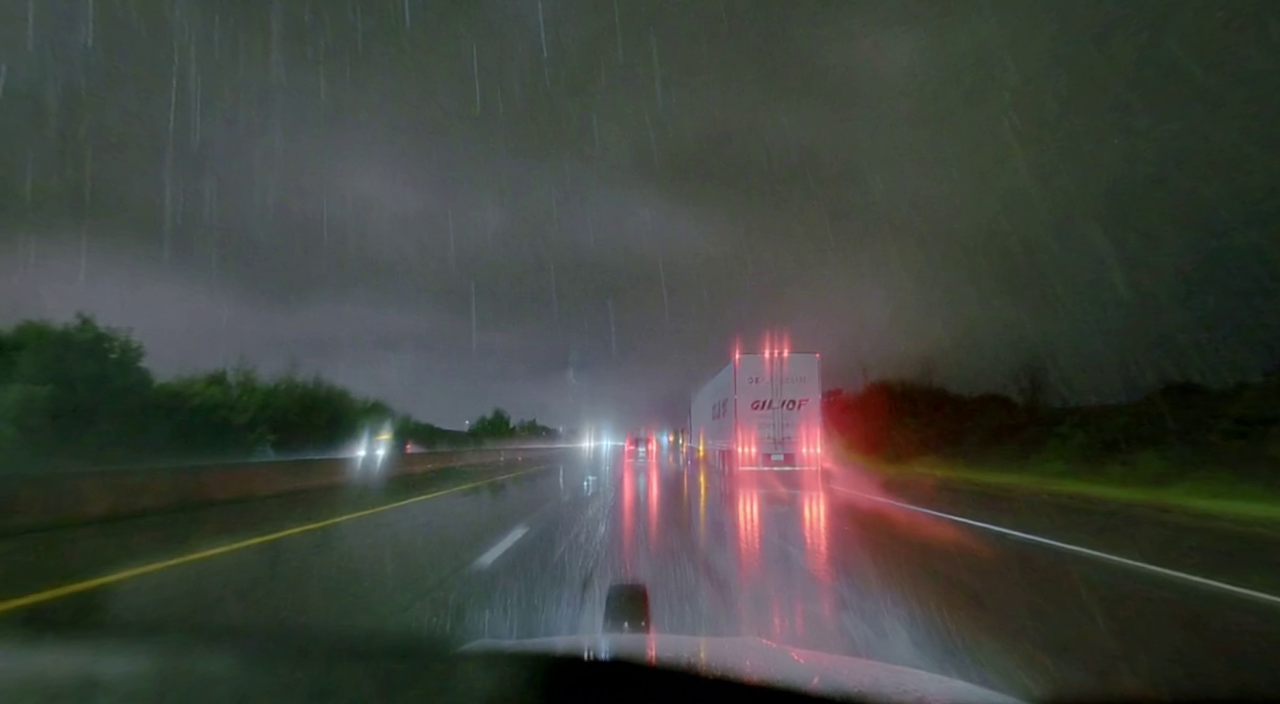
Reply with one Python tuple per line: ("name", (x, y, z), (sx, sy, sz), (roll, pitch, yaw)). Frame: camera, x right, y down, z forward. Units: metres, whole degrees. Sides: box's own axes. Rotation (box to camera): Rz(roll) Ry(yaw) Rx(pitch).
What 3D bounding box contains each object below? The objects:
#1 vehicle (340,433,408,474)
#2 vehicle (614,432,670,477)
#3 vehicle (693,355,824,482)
("vehicle", (-17.816, 6.799, 42.474), (2.160, 2.514, 5.353), (0, -8, 1))
("vehicle", (0.118, 4.160, 25.782), (2.111, 1.635, 4.177), (0, -8, 1))
("vehicle", (4.474, 3.219, 28.070), (2.936, 4.125, 15.204), (0, -8, 0))
